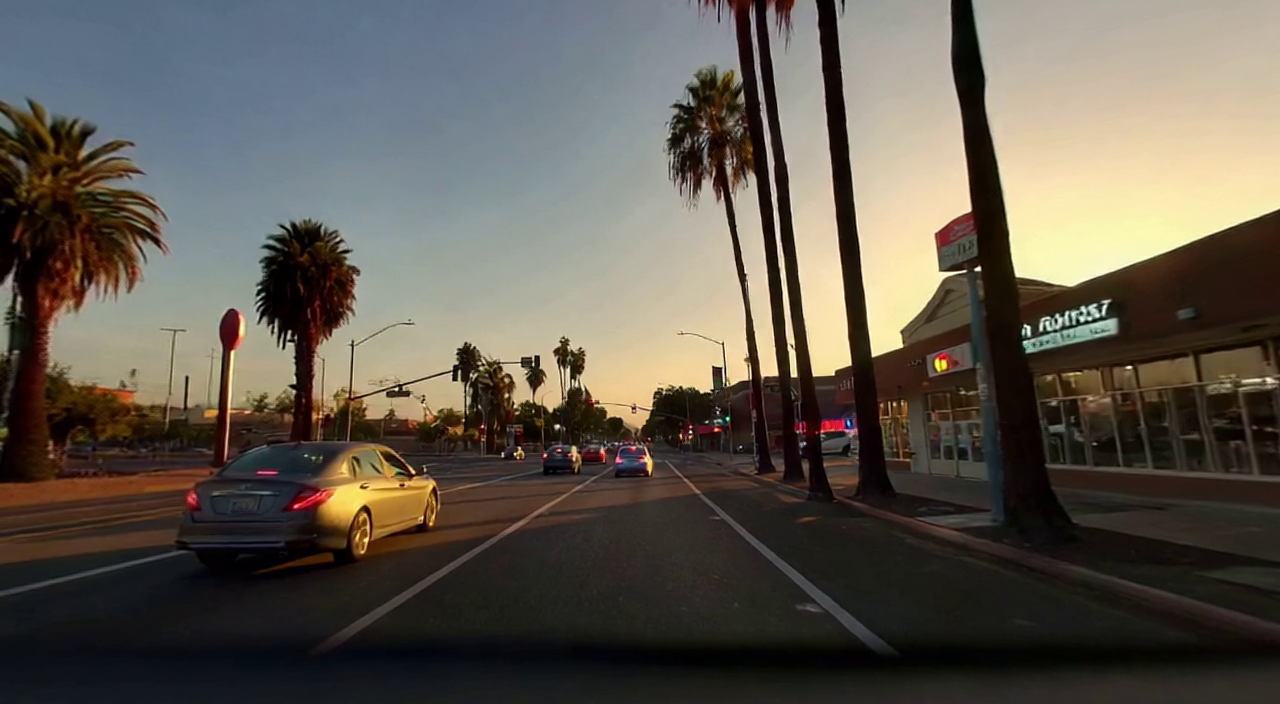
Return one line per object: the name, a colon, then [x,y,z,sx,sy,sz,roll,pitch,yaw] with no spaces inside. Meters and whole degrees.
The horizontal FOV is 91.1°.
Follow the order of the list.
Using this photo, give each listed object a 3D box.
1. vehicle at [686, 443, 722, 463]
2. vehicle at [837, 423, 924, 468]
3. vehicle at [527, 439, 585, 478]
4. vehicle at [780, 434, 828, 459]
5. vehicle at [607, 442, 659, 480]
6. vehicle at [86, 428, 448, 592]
vehicle: [5.026,7.842,48.829,2.059,1.486,3.980,-3,-9,16]
vehicle: [11.214,4.381,29.754,2.111,1.875,5.301,1,-8,1]
vehicle: [-3.743,4.826,28.630,1.979,1.634,3.957,-1,-8,2]
vehicle: [11.260,6.541,43.366,1.982,1.623,4.211,0,-8,-2]
vehicle: [-0.247,4.738,27.594,2.094,1.496,4.070,0,-8,1]
vehicle: [-4.190,1.813,8.149,1.904,1.513,4.410,0,-8,1]
